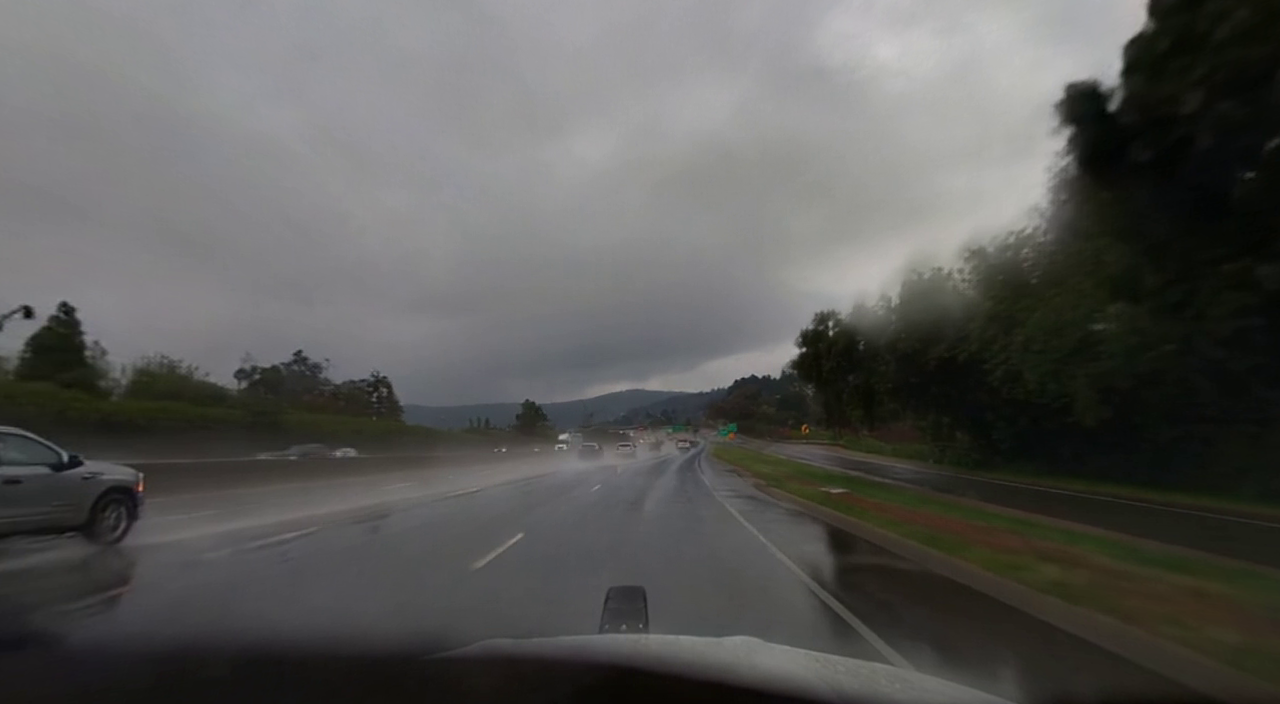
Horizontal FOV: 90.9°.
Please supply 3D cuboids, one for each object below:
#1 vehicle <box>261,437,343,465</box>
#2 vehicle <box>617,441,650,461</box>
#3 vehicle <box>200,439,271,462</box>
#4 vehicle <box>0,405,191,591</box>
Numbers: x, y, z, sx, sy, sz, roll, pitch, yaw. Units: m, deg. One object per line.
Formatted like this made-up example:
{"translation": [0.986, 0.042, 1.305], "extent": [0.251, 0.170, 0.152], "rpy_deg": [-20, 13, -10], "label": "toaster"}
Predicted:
{"translation": [-21.544, 6.341, 40.541], "extent": [2.046, 1.608, 5.332], "rpy_deg": [-1, -8, 4], "label": "vehicle"}
{"translation": [-0.455, 7.765, 49.386], "extent": [2.112, 1.489, 4.266], "rpy_deg": [-1, -8, 5], "label": "vehicle"}
{"translation": [-28.707, 6.990, 44.914], "extent": [1.843, 1.589, 4.515], "rpy_deg": [-1, -8, 4], "label": "vehicle"}
{"translation": [-6.651, 1.264, 5.394], "extent": [1.923, 1.630, 4.857], "rpy_deg": [0, -8, 2], "label": "vehicle"}
